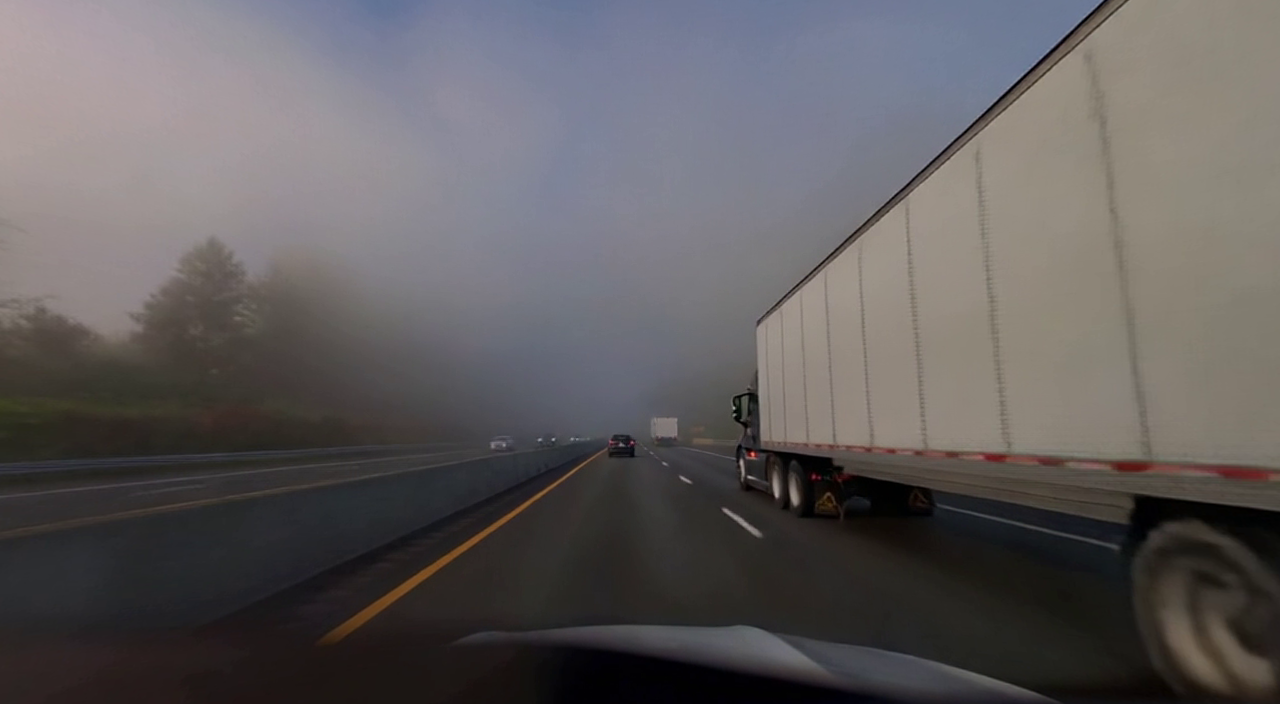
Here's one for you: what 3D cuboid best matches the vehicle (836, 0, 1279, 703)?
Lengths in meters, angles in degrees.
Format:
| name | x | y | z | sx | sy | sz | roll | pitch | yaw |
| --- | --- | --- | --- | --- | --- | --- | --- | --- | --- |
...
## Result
| name | x | y | z | sx | sy | sz | roll | pitch | yaw |
| --- | --- | --- | --- | --- | --- | --- | --- | --- | --- |
| vehicle | 4.181 | -0.163 | 3.524 | 2.853 | 4.038 | 9.832 | 0 | -8 | -1 |

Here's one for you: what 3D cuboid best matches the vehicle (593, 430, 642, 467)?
| name | x | y | z | sx | sy | sz | roll | pitch | yaw |
| --- | --- | --- | --- | --- | --- | --- | --- | --- | --- |
| vehicle | -0.988 | 4.409 | 28.967 | 2.095 | 1.557 | 3.963 | 0 | -8 | -1 |
